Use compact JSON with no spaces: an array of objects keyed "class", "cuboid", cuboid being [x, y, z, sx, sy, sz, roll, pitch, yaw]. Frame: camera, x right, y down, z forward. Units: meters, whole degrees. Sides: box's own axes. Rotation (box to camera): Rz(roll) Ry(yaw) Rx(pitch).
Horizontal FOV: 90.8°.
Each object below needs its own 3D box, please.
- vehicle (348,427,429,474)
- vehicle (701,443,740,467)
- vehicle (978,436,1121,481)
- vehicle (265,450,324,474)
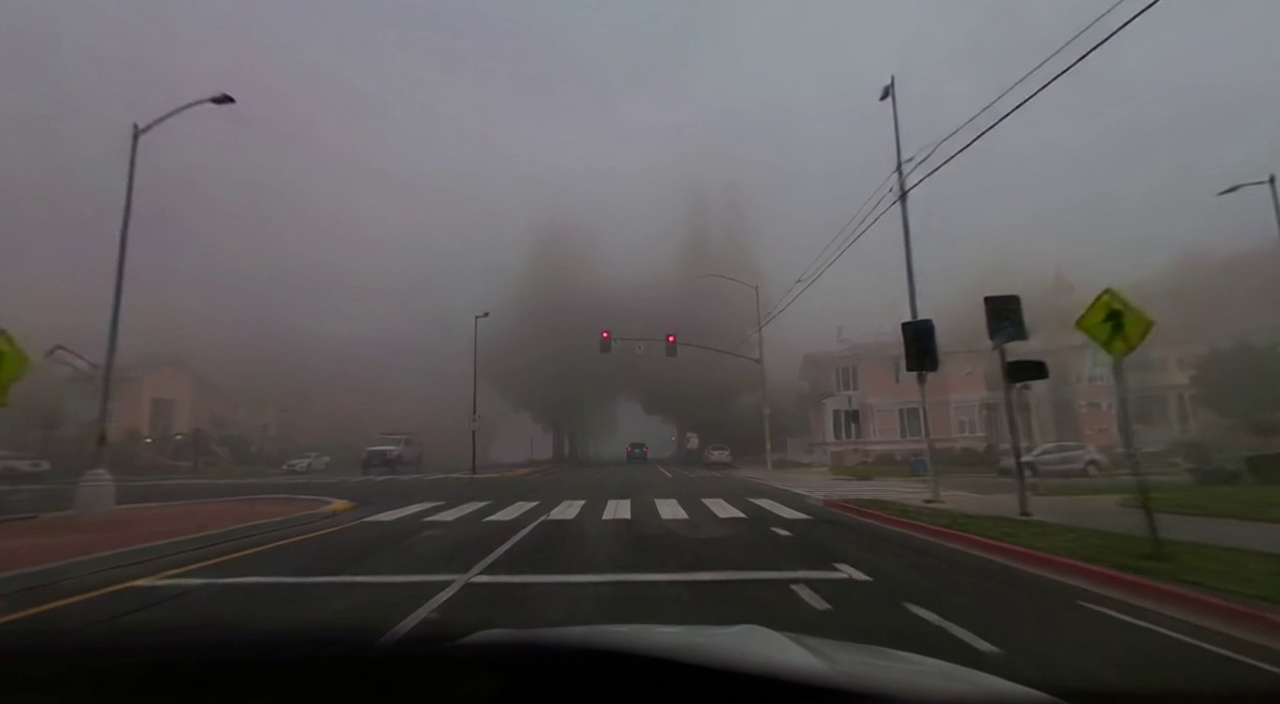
[{"class":"vehicle","cuboid":[-16.773,6.619,42.686,2.620,2.901,6.931,0,-9,0]},{"class":"vehicle","cuboid":[5.544,7.160,44.042,2.066,1.552,4.799,0,-8,-1]},{"class":"vehicle","cuboid":[16.844,4.389,26.148,4.561,1.723,2.030,0,-9,-5]},{"class":"vehicle","cuboid":[-25.979,8.277,47.724,1.912,1.681,4.625,0,-9,-1]}]
